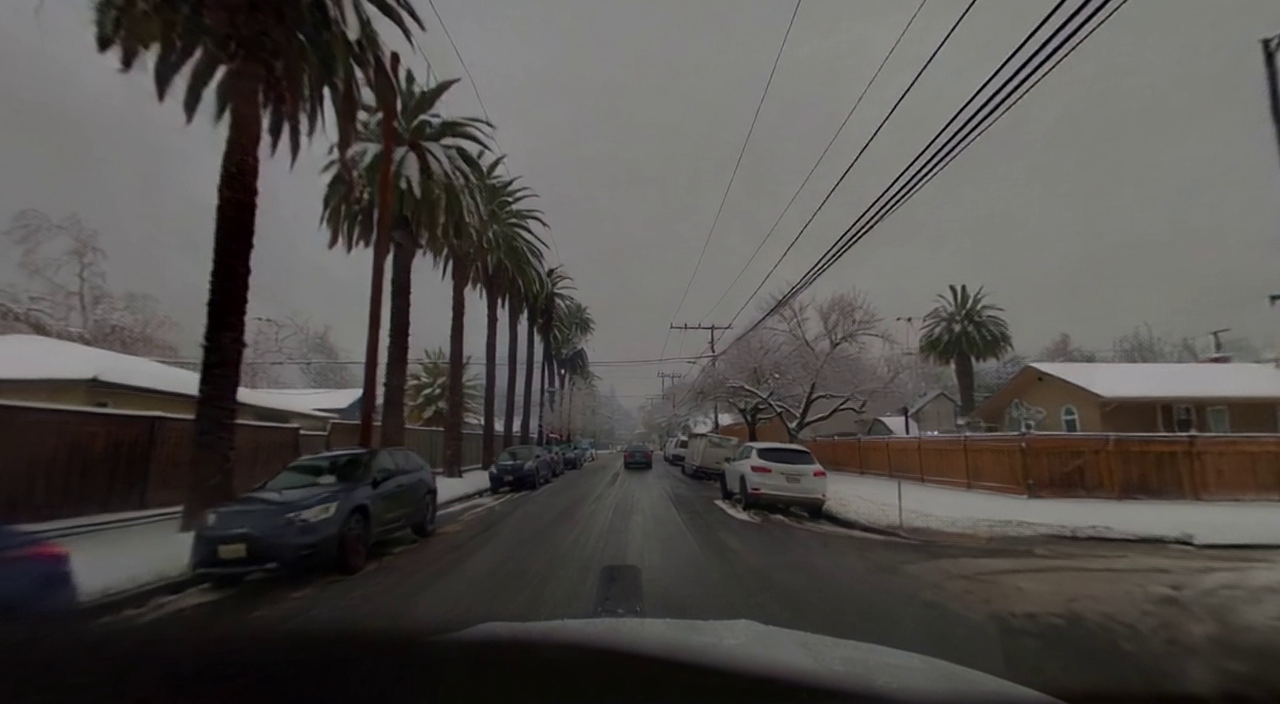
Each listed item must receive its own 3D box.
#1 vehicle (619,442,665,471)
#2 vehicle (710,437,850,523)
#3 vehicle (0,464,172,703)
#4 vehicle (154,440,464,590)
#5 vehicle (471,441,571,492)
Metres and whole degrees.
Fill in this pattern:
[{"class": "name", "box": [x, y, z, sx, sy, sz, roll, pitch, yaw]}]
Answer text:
[{"class": "vehicle", "box": [0.020, 5.775, 35.165, 2.081, 1.483, 4.599, 1, -8, -6]}, {"class": "vehicle", "box": [2.922, 2.785, 14.393, 2.060, 1.614, 4.652, 0, -8, -1]}, {"class": "vehicle", "box": [-4.115, 1.075, 1.643, 1.875, 1.389, 5.094, 0, -8, 0]}, {"class": "vehicle", "box": [-4.188, 2.088, 9.204, 1.769, 1.551, 5.040, 0, -8, 0]}, {"class": "vehicle", "box": [-3.934, 3.907, 22.021, 2.130, 1.543, 5.386, -1, -8, 3]}]
